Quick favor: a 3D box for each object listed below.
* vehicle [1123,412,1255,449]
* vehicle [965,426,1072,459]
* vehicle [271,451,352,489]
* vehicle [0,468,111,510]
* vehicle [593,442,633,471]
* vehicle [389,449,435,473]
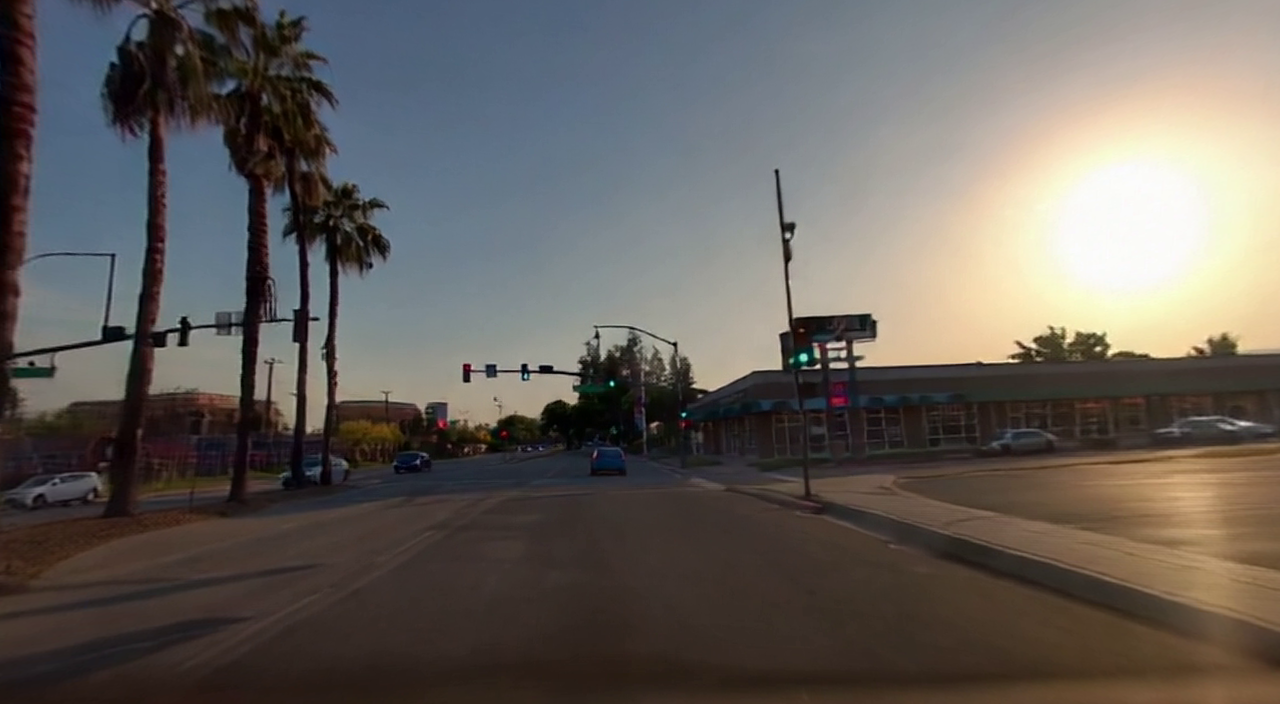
[{"bbox_3d":[27.382,3.972,31.790,1.919,1.716,4.946,0,-8,-4],"label":"vehicle"},{"bbox_3d":[18.592,4.464,31.350,2.046,1.481,4.936,0,-8,-4],"label":"vehicle"},{"bbox_3d":[-15.809,5.660,30.714,2.027,1.534,4.779,1,-8,-9],"label":"vehicle"},{"bbox_3d":[-27.577,6.251,29.027,2.026,1.540,4.468,-3,-8,21],"label":"vehicle"},{"bbox_3d":[-1.640,5.952,36.321,1.969,1.555,4.431,1,-8,-7],"label":"vehicle"},{"bbox_3d":[-15.944,7.630,44.369,2.033,1.494,4.048,1,-8,-5],"label":"vehicle"}]
